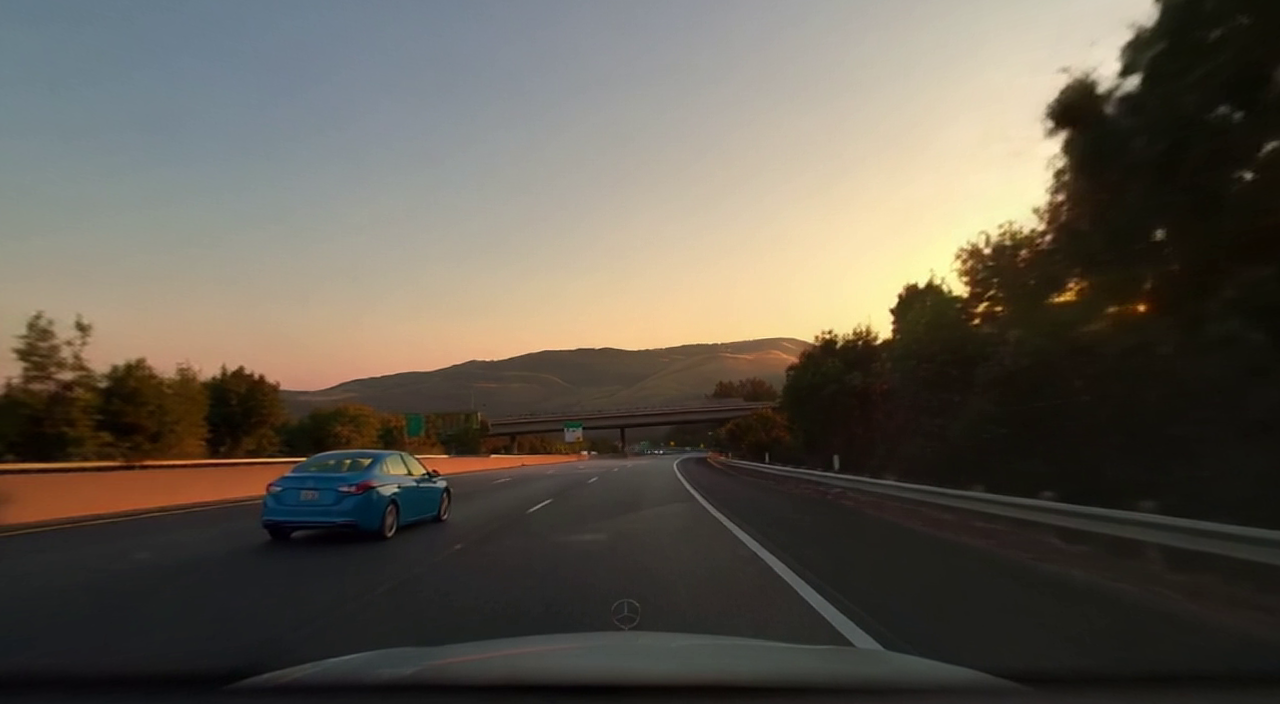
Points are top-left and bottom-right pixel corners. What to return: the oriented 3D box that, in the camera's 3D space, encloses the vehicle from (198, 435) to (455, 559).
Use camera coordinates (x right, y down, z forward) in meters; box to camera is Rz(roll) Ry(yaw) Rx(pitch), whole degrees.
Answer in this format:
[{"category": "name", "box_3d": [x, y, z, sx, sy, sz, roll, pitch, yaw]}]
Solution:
[{"category": "vehicle", "box_3d": [-4.408, 2.072, 9.670, 1.928, 1.504, 3.745, 0, -9, 1]}]
